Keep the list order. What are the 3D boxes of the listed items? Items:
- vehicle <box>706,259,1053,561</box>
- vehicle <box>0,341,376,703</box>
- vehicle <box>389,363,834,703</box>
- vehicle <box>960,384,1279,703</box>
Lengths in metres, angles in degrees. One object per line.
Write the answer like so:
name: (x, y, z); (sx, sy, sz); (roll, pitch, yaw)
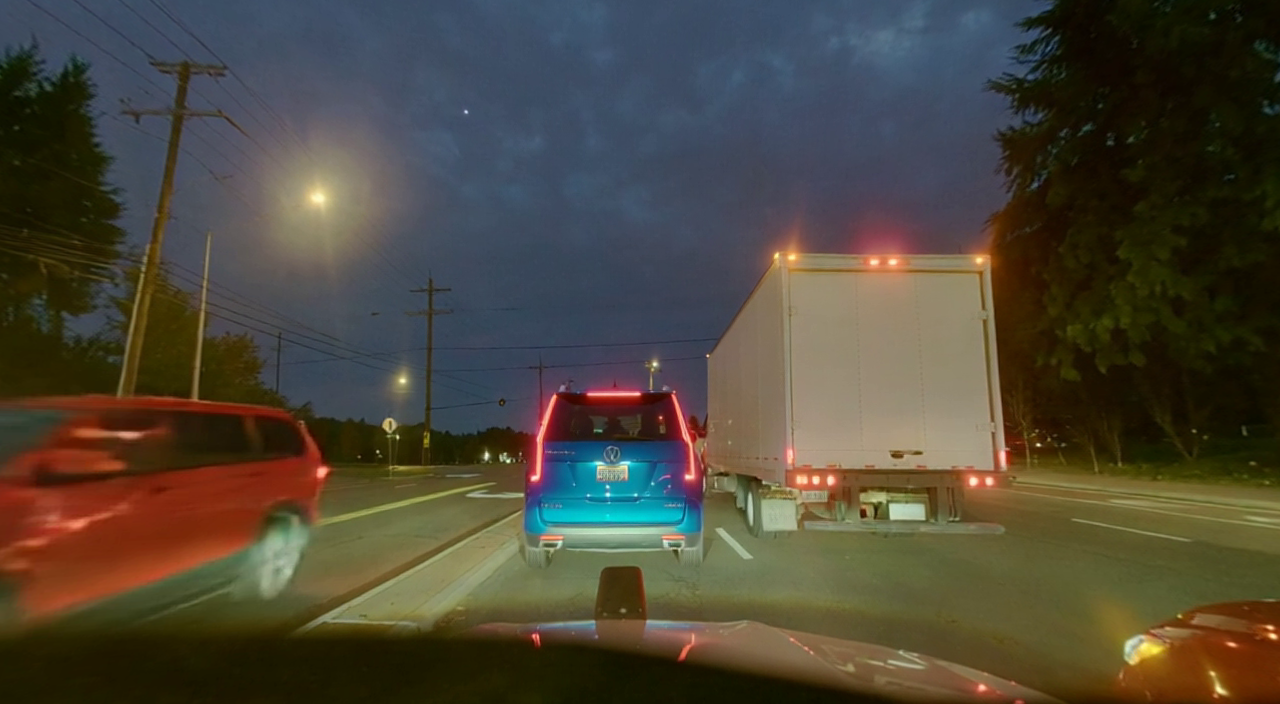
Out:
vehicle: (3.229, 1.268, 11.843); (2.915, 3.559, 8.848); (0, -8, -1)
vehicle: (-4.084, 1.102, 4.487); (2.119, 1.835, 5.261); (0, -8, 0)
vehicle: (-0.138, 1.225, 5.194); (2.114, 1.732, 4.230); (0, -8, 0)
vehicle: (2.829, 0.746, 1.194); (1.971, 1.484, 4.728); (0, -8, 0)
